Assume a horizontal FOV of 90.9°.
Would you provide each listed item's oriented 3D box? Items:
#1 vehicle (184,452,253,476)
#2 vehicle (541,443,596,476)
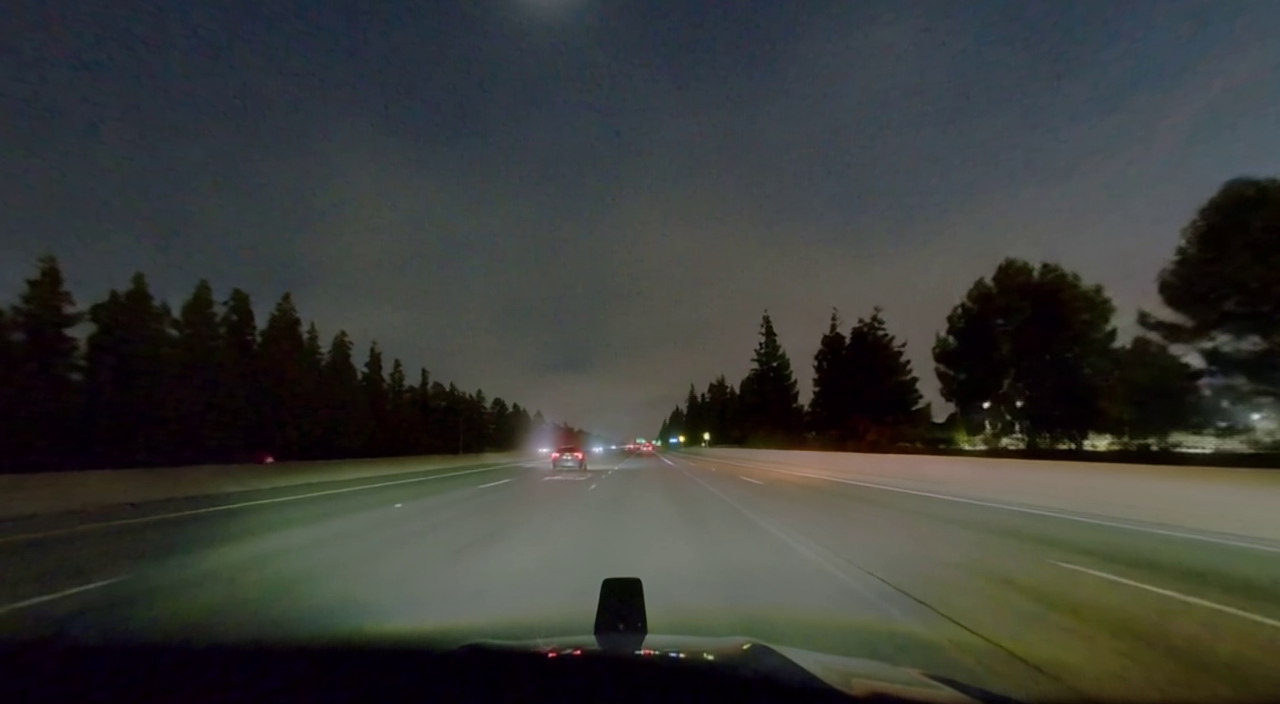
[{"bbox_3d":[-27.891,7.392,41.894,1.723,1.434,4.095,0,-9,0],"label":"vehicle"},{"bbox_3d":[-3.359,5.171,30.522,2.128,1.450,4.078,0,-9,1],"label":"vehicle"}]
